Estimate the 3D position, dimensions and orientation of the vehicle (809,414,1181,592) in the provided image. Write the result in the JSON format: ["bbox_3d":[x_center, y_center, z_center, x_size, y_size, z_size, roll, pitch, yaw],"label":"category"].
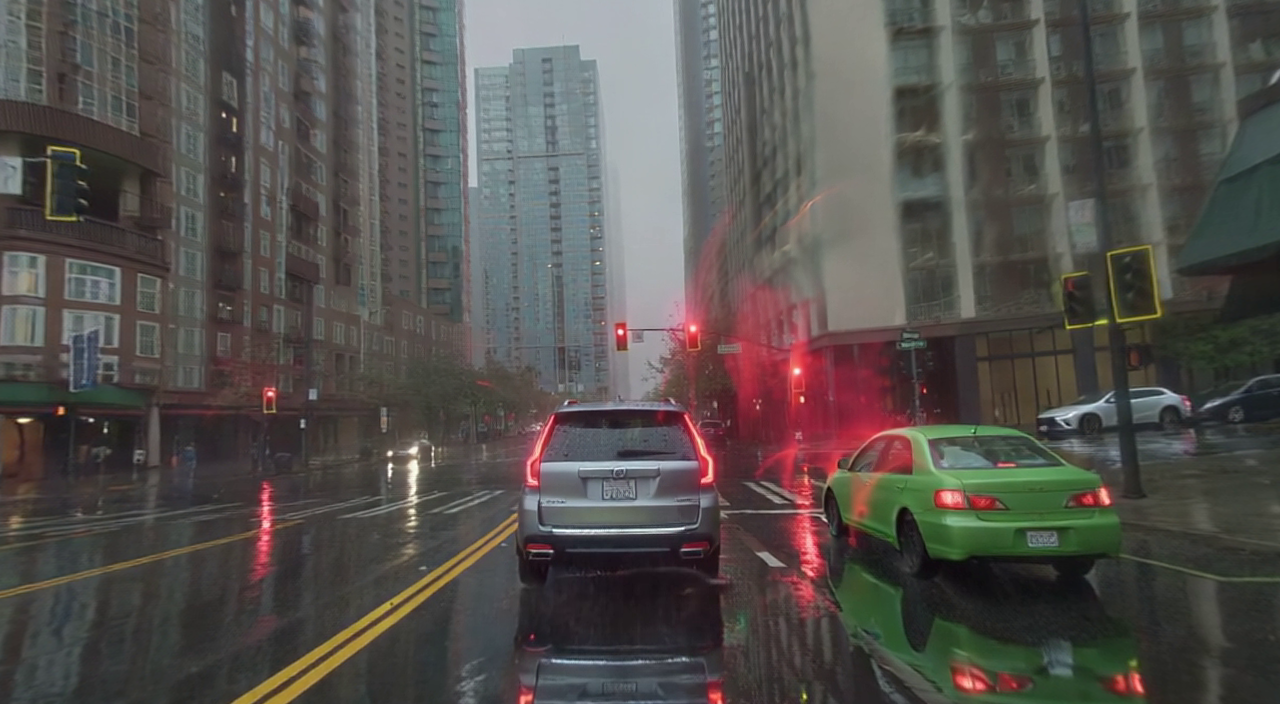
[{"bbox_3d":[3.696,1.649,7.808,1.987,1.538,4.510,0,-8,1],"label":"vehicle"}]

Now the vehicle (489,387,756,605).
[{"bbox_3d":[-0.138,1.481,7.303,2.168,1.776,4.135,0,-8,0],"label":"vehicle"}]

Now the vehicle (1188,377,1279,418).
[{"bbox_3d":[26.579,1.974,27.168,4.287,1.639,1.729,0,-8,1],"label":"vehicle"}]

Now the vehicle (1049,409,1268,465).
[{"bbox_3d":[14.268,2.377,17.605,4.354,1.466,1.863,-1,-8,2],"label":"vehicle"}]
